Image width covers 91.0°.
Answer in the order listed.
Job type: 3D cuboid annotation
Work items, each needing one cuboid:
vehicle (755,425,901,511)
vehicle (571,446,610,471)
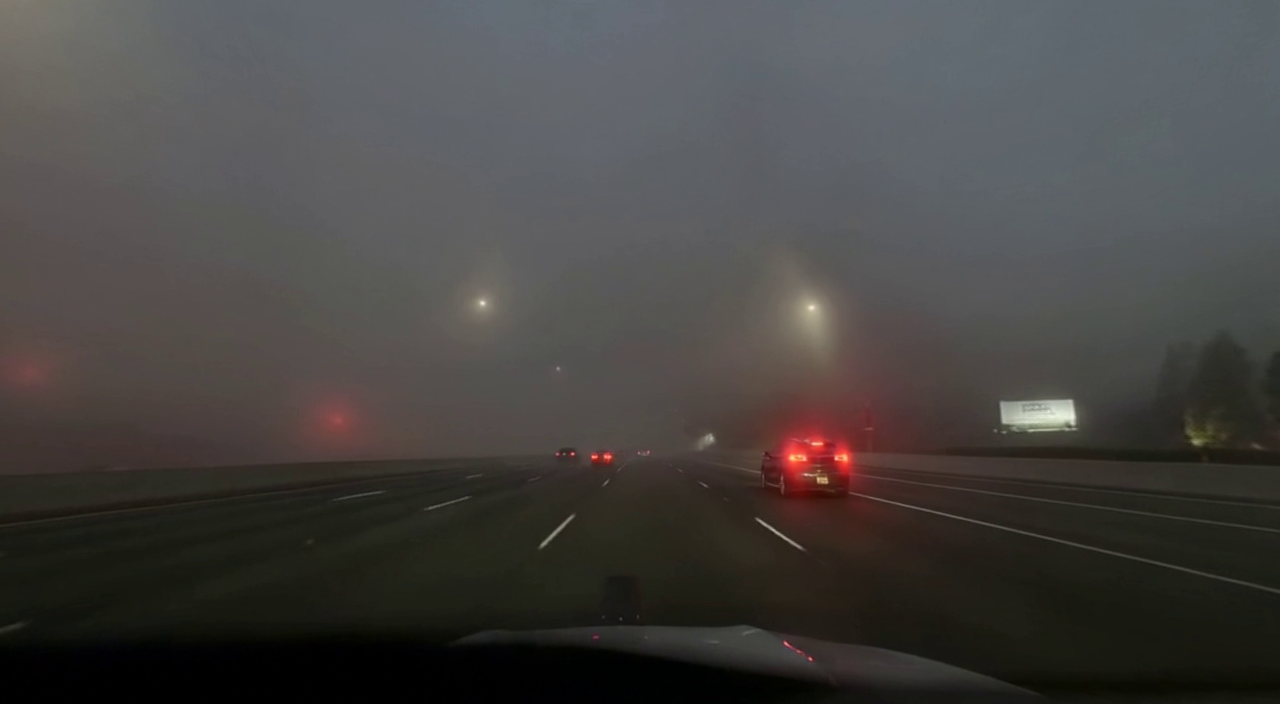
[{"bbox_3d":[4.345,2.768,15.502,2.109,1.764,4.704,0,-9,0],"label":"vehicle"},{"bbox_3d":[-3.153,6.860,40.704,2.139,1.510,4.506,0,-9,0],"label":"vehicle"}]
